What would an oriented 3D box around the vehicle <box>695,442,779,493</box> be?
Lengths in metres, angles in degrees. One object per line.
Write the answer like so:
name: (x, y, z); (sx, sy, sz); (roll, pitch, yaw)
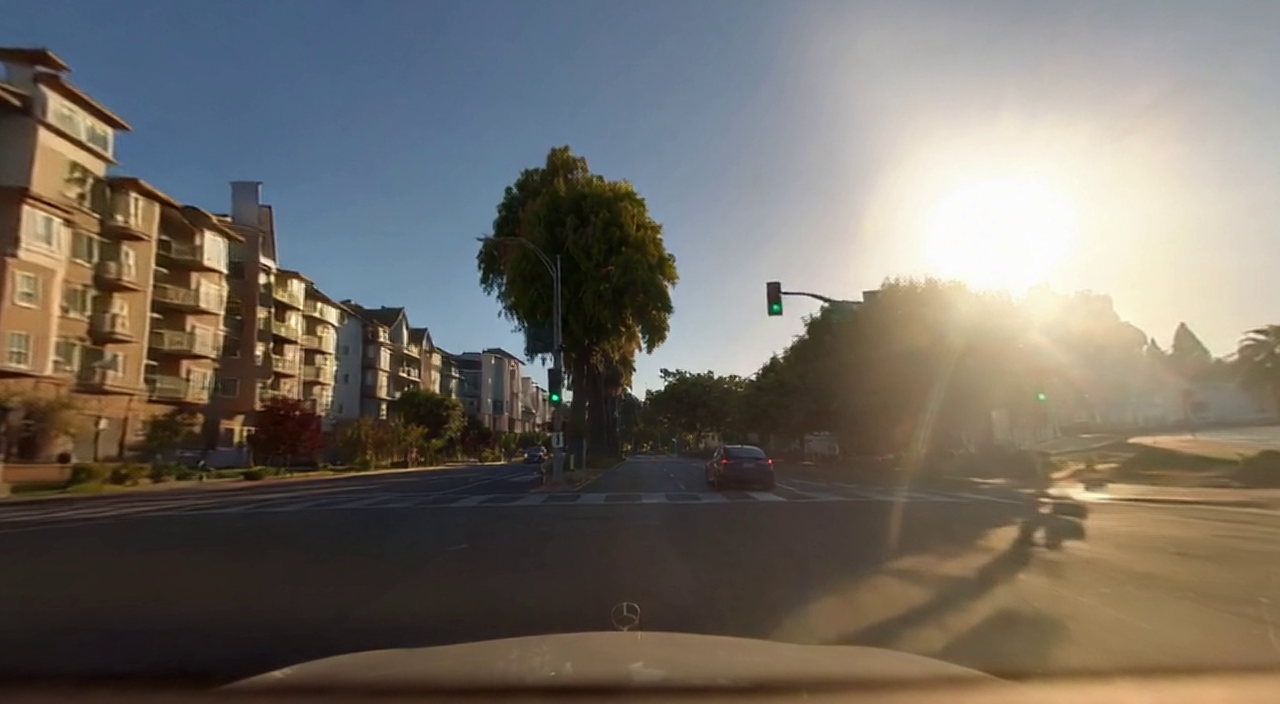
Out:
vehicle: (3.026, 3.695, 20.608); (1.964, 1.448, 4.295); (0, -9, -1)
